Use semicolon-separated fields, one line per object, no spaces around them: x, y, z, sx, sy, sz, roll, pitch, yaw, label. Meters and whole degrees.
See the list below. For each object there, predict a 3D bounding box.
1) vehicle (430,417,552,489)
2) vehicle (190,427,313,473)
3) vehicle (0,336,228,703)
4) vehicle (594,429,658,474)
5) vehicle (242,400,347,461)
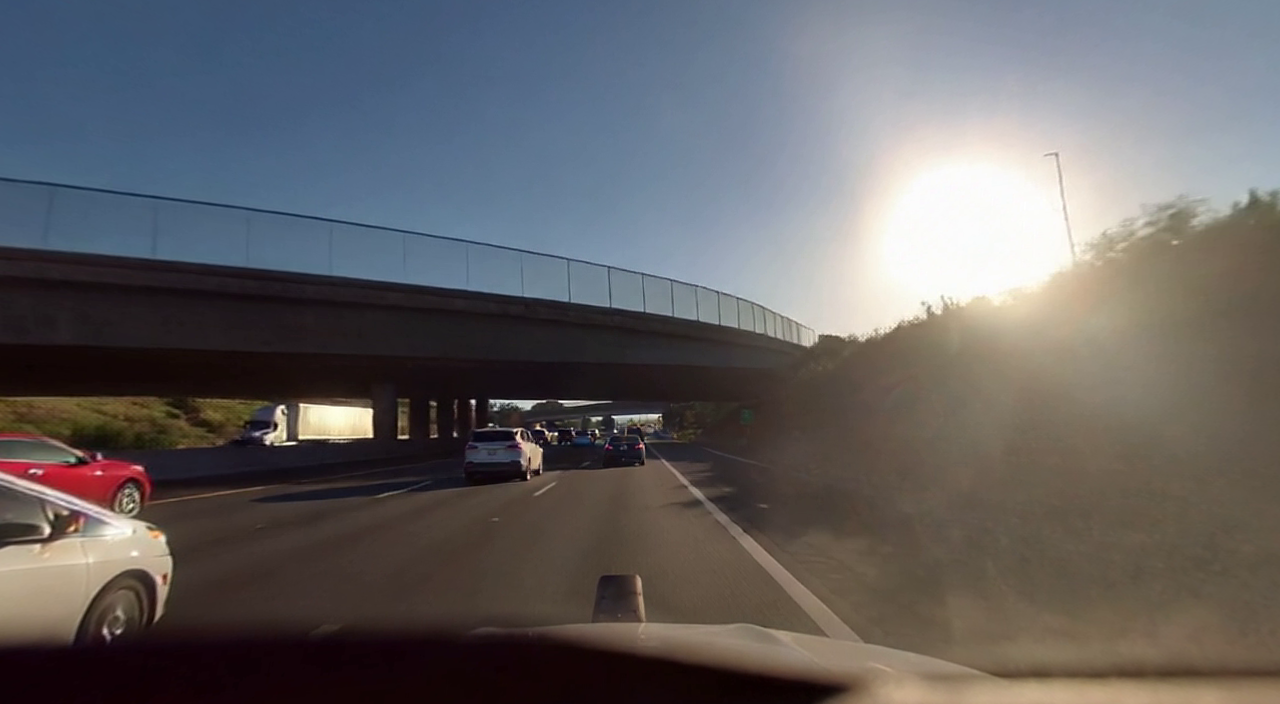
-3.878;2.718;17.312;2.154;1.690;4.595;0;-8;1;vehicle
-15.486;3.906;25.435;2.078;1.665;4.538;0;-8;0;vehicle
-3.759;0.696;1.925;2.107;1.703;4.274;0;-8;-1;vehicle
-0.481;3.484;22.360;2.070;1.452;3.834;0;-8;-1;vehicle
-24.070;5.574;44.356;3.143;3.921;7.226;0;-8;0;vehicle
